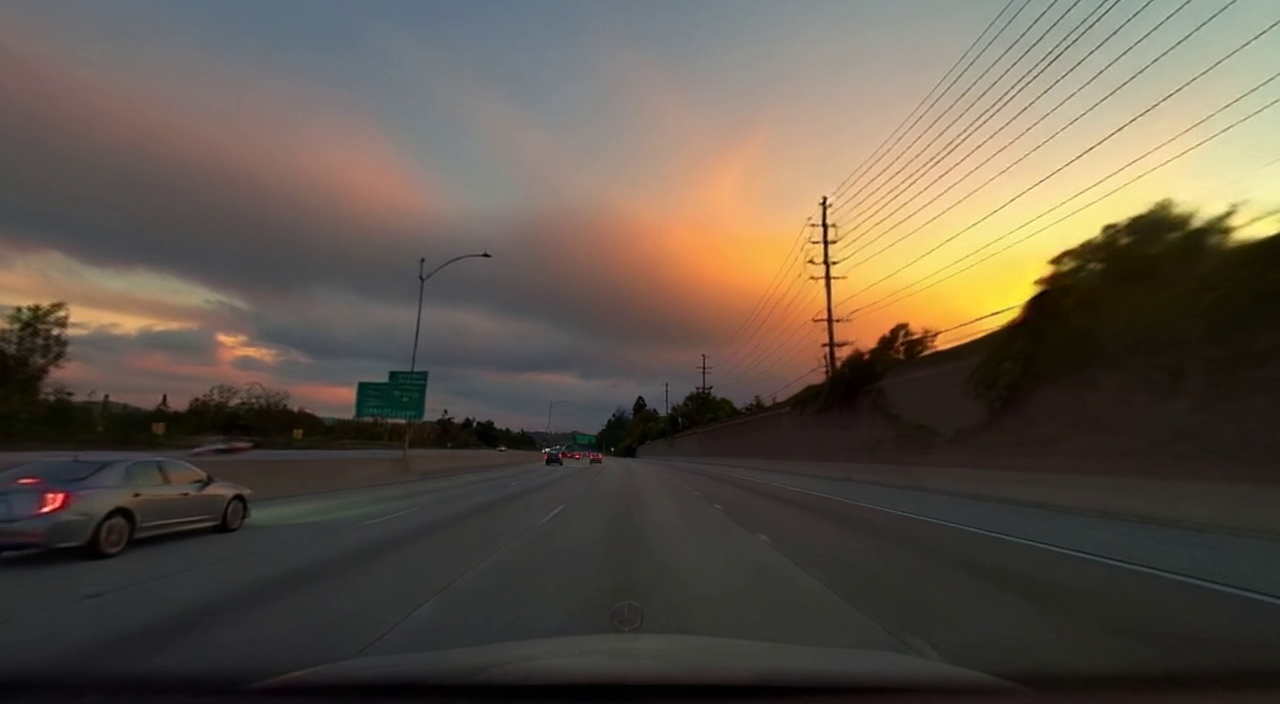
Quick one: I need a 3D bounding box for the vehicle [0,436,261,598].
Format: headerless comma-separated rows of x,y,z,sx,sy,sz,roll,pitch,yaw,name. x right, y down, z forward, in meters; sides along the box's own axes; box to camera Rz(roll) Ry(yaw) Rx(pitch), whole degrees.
-7.081,1.861,7.877,1.999,1.527,4.238,0,-9,0,vehicle
